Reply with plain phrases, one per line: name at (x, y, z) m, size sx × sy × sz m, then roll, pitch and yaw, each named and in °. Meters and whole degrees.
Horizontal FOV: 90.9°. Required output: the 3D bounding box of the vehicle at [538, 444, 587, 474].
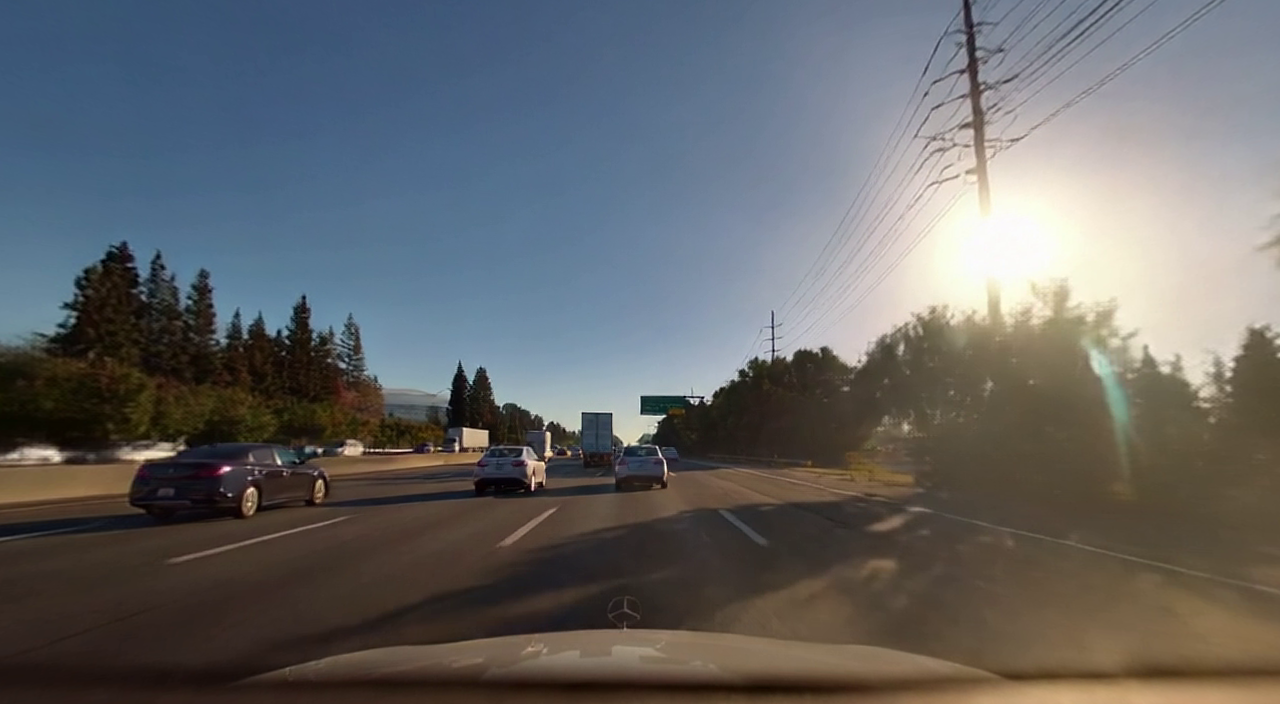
vehicle at (-3.888, 5.452, 32.299) m, size 2.013 × 1.437 × 3.801 m, roll 0°, pitch -9°, yaw 0°

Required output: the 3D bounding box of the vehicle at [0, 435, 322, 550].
vehicle at (-7.338, 2.125, 10.287) m, size 1.867 × 1.445 × 4.499 m, roll 0°, pitch -9°, yaw 1°

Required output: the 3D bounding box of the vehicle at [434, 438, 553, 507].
vehicle at (-3.469, 2.930, 15.750) m, size 1.912 × 1.464 × 4.115 m, roll 0°, pitch -9°, yaw 1°

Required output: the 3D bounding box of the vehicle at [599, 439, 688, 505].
vehicle at (0.019, 3.044, 16.524) m, size 2.018 × 1.470 × 4.491 m, roll 0°, pitch -9°, yaw -2°
